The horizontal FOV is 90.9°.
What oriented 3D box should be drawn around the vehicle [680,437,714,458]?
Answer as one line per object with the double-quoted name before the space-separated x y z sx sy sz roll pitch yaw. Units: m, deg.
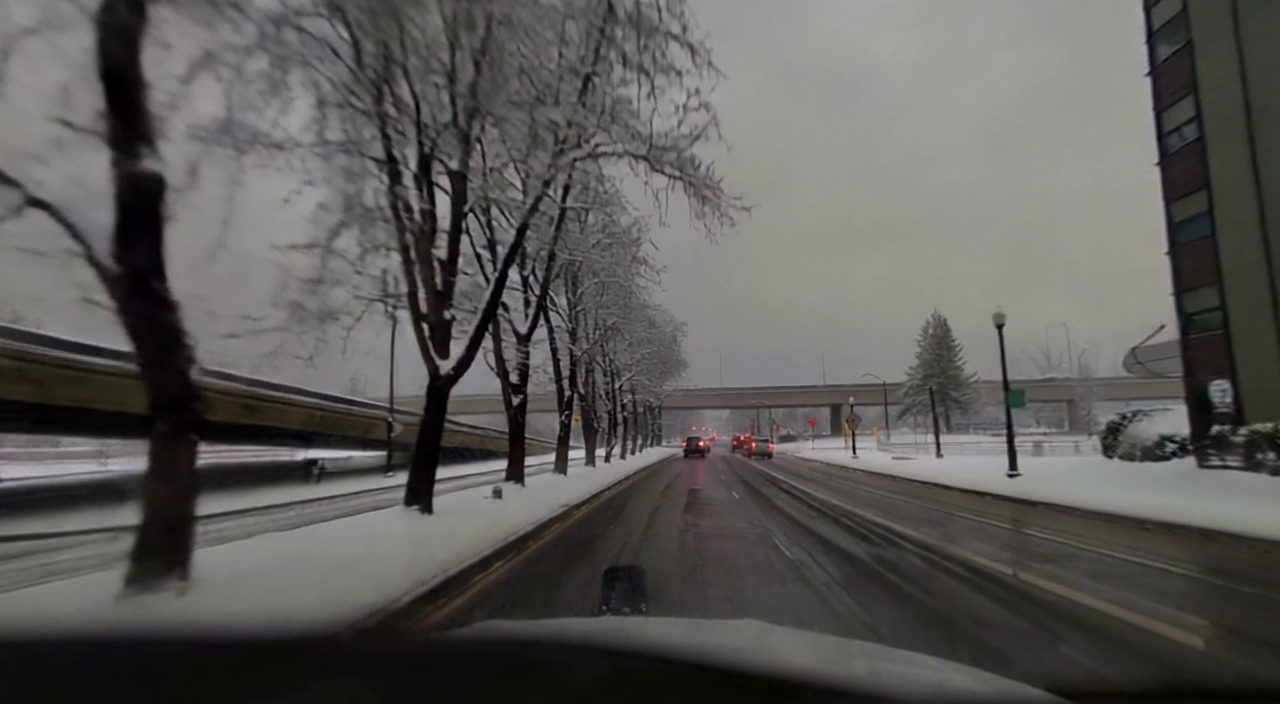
"vehicle" 4.333 7.160 47.122 2.280 1.475 4.051 -1 -8 8
